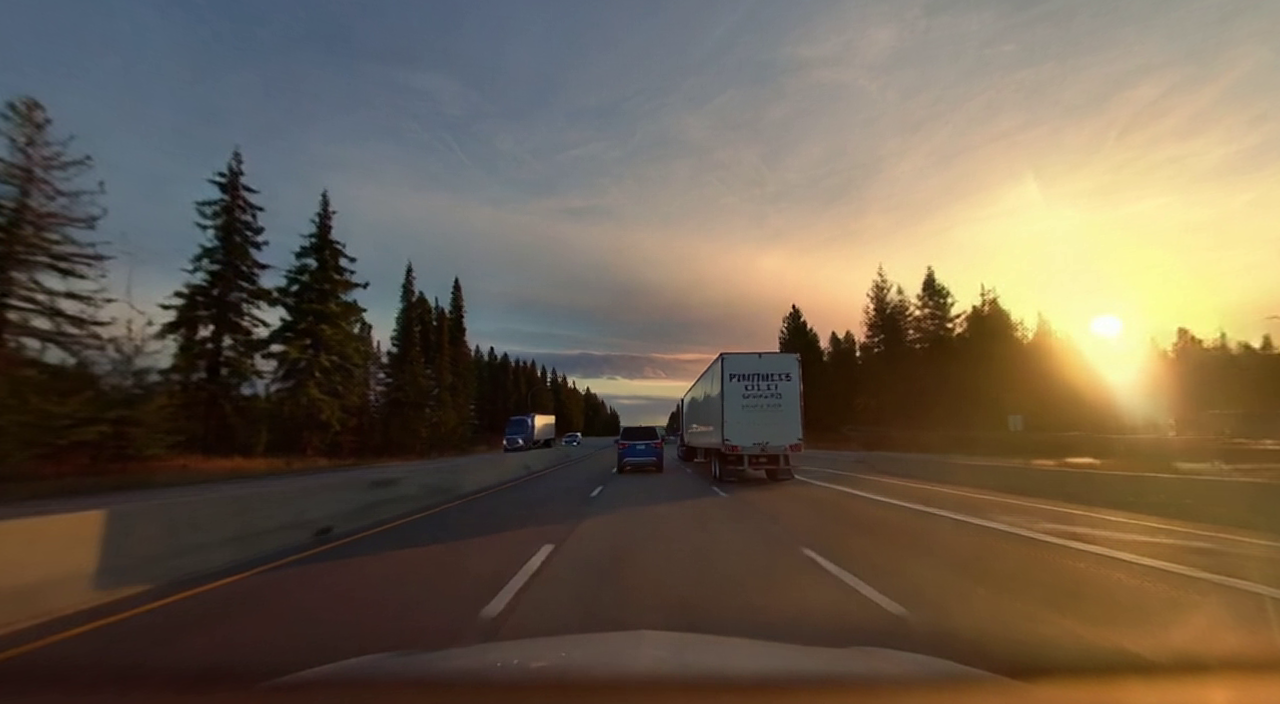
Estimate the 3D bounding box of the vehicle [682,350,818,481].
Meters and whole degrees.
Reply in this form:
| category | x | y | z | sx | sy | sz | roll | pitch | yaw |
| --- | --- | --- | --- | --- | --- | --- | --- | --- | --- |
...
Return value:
| category | x | y | z | sx | sy | sz | roll | pitch | yaw |
| --- | --- | --- | --- | --- | --- | --- | --- | --- | --- |
| vehicle | 4.042 | 3.214 | 28.408 | 2.899 | 4.160 | 16.621 | 0 | -8 | -1 |

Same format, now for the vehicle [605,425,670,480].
| category | x | y | z | sx | sy | sz | roll | pitch | yaw |
| --- | --- | --- | --- | --- | --- | --- | --- | --- | --- |
| vehicle | -0.093 | 3.767 | 23.800 | 2.222 | 1.848 | 4.610 | 0 | -8 | 0 |
